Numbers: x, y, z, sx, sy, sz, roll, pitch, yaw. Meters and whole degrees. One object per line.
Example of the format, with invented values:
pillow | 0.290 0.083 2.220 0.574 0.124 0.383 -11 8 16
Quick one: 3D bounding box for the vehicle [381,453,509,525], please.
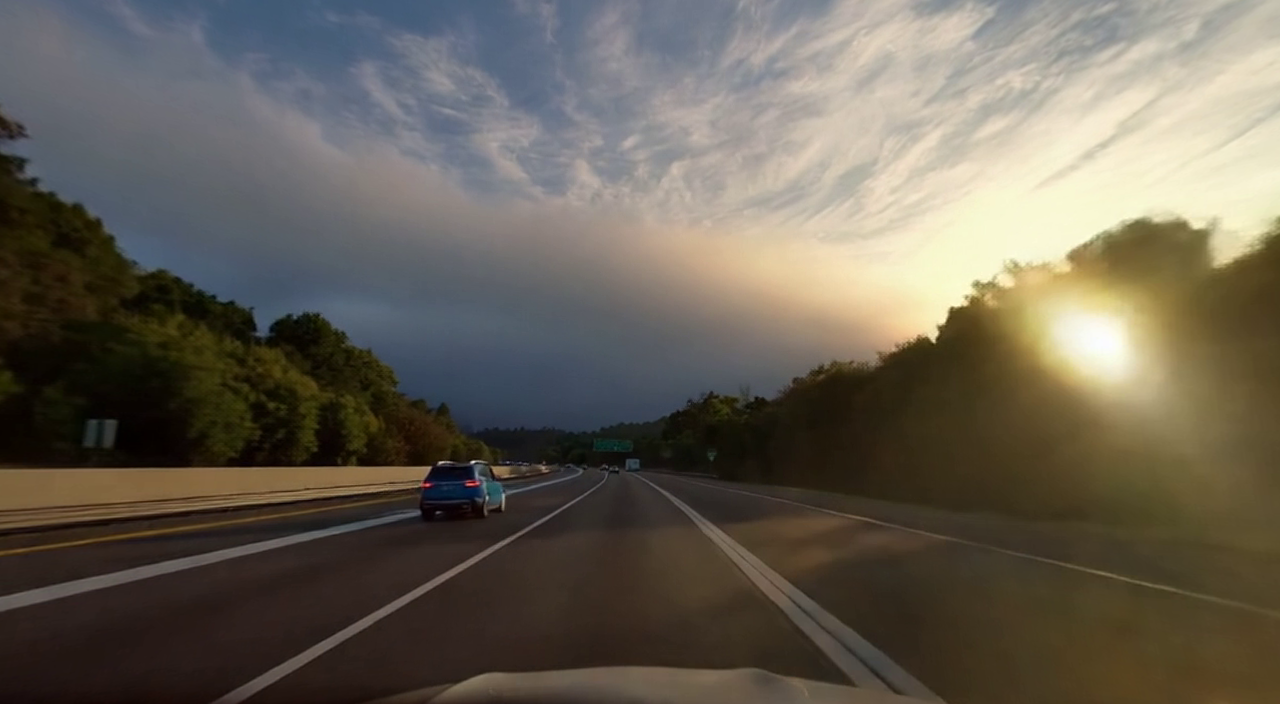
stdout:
vehicle | -4.761 3.423 16.020 2.025 1.584 3.657 1 -11 0
